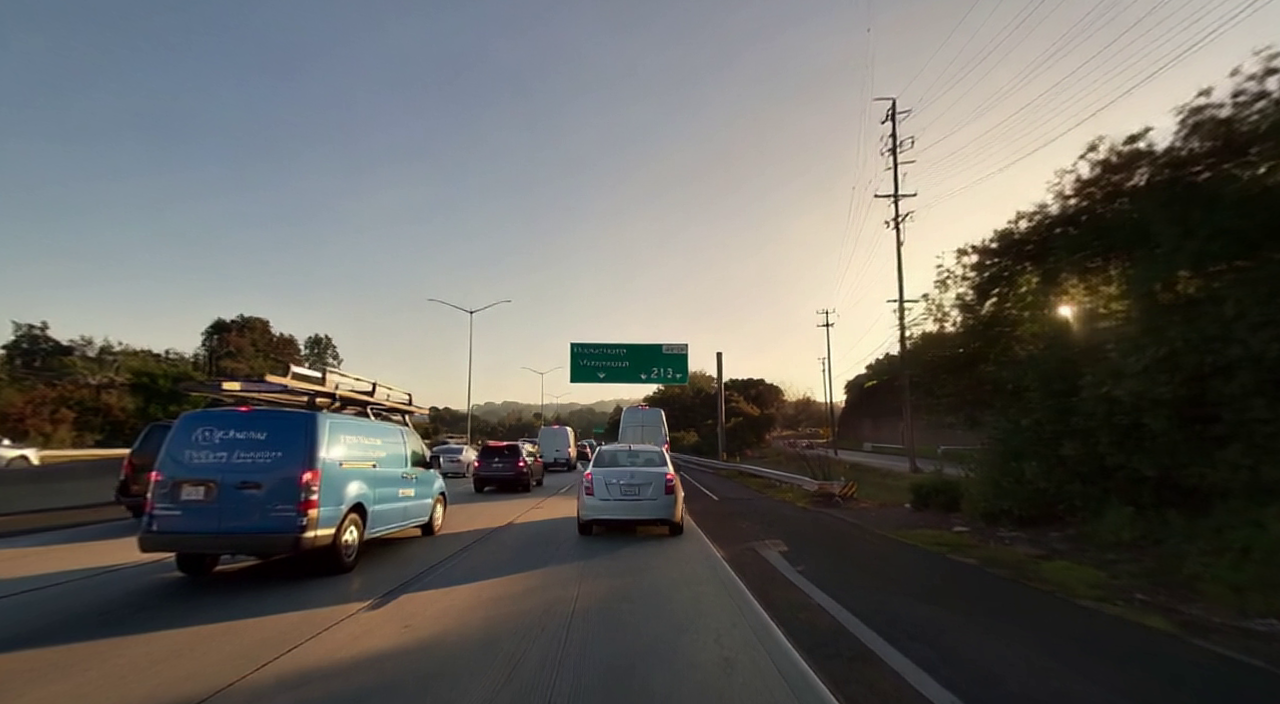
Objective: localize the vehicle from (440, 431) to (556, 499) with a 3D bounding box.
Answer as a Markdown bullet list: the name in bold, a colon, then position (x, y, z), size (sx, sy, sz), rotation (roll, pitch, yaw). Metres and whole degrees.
- **vehicle**: position (-3.837, 3.141, 17.892), size (2.114, 1.657, 4.432), rotation (0, -8, 2)

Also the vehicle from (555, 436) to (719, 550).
- **vehicle**: position (-0.058, 2.081, 10.002), size (2.054, 1.421, 4.090), rotation (0, -8, -1)

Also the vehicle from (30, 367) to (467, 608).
- **vehicle**: position (-3.844, 1.436, 7.483), size (2.142, 1.952, 4.556), rotation (0, -8, 1)
